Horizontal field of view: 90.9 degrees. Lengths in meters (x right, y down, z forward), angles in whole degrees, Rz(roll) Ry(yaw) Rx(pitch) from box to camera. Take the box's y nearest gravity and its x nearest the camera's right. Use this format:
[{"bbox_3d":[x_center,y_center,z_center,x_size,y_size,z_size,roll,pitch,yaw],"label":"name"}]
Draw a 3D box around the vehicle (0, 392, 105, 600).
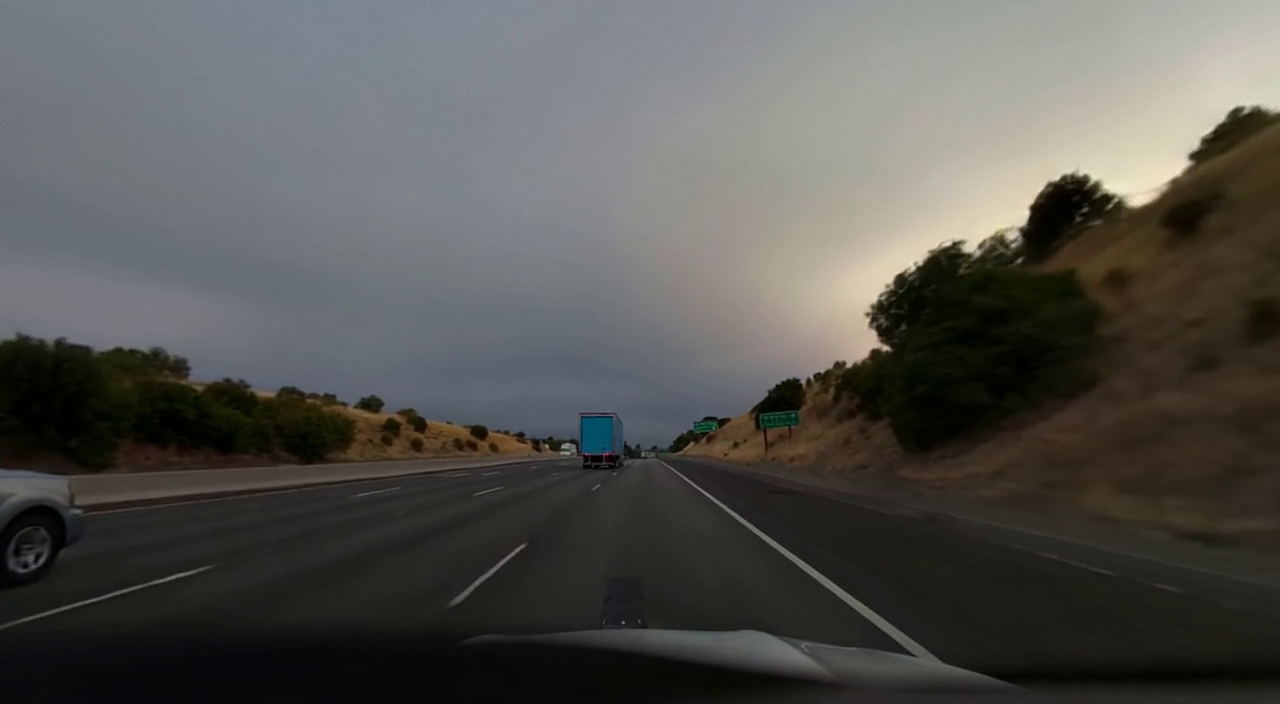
[{"bbox_3d":[-6.880,1.064,4.081,2.175,1.860,5.236,0,-8,1],"label":"vehicle"}]
